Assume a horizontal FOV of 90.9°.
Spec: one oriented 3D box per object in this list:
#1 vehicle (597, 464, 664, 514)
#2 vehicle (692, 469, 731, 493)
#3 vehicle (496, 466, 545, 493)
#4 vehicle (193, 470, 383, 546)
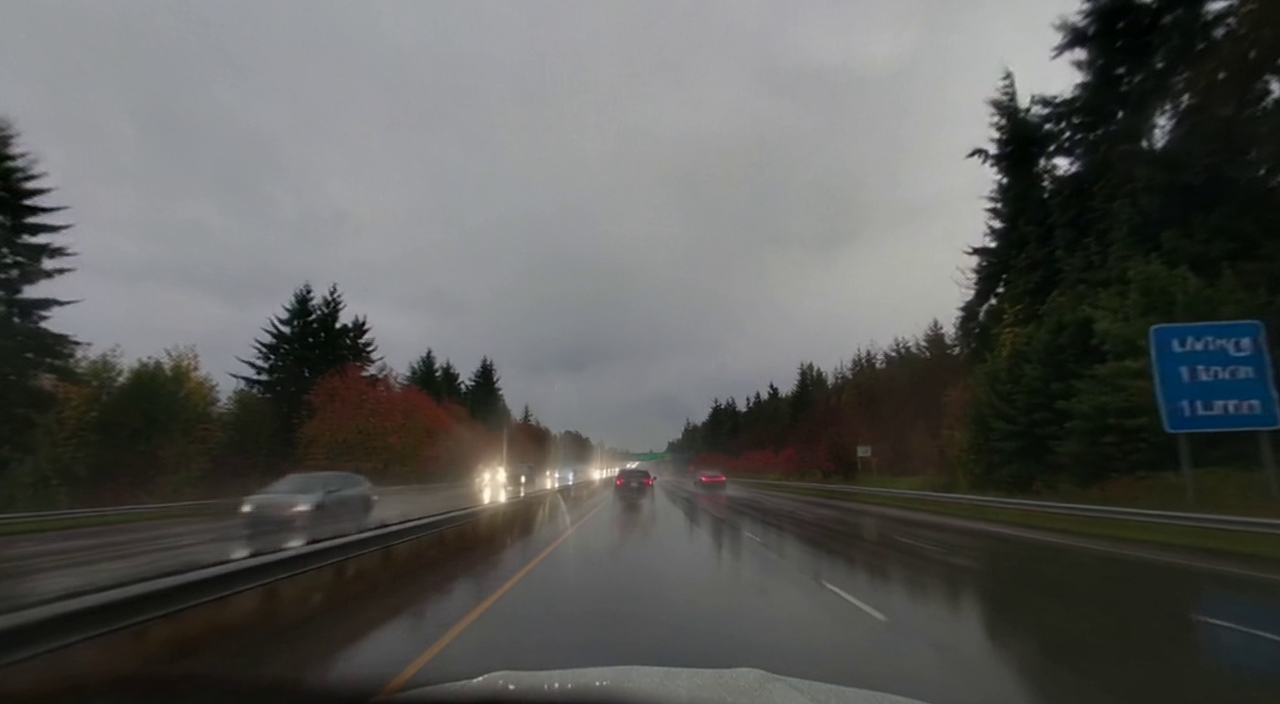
[{"bbox_3d":[-0.309,4.534,21.117,2.060,1.473,3.726,1,-10,-1],"label":"vehicle"},{"bbox_3d":[4.555,8.302,40.729,1.974,1.476,4.119,1,-10,-1],"label":"vehicle"},{"bbox_3d":[-7.594,8.143,40.455,2.156,1.596,4.559,0,-10,1],"label":"vehicle"},{"bbox_3d":[-7.778,3.463,14.508,1.926,1.442,4.175,1,-10,0],"label":"vehicle"}]
